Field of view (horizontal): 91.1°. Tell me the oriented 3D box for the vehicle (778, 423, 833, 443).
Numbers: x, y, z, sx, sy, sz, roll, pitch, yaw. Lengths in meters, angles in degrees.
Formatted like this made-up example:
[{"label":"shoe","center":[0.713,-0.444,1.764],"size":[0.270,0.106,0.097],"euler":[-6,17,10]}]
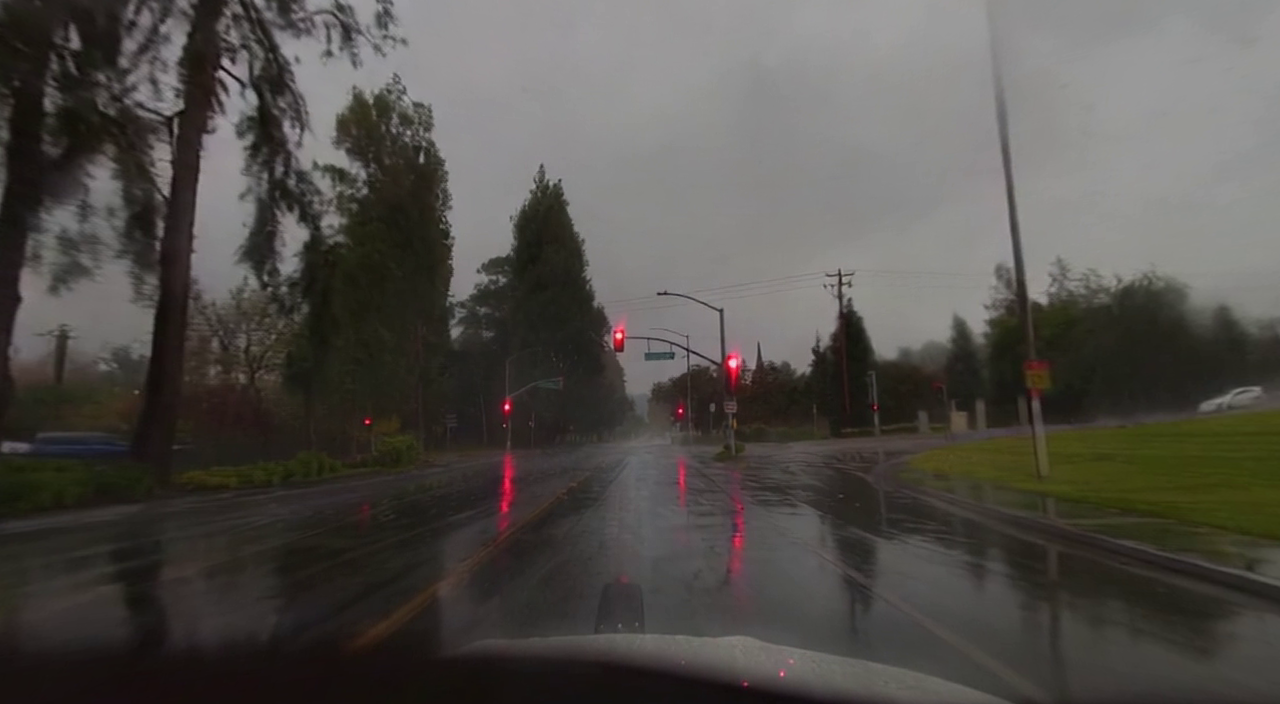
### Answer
[{"label":"vehicle","center":[12.752,6.276,48.645],"size":[3.706,1.466,1.830],"euler":[-1,-9,2]}]
